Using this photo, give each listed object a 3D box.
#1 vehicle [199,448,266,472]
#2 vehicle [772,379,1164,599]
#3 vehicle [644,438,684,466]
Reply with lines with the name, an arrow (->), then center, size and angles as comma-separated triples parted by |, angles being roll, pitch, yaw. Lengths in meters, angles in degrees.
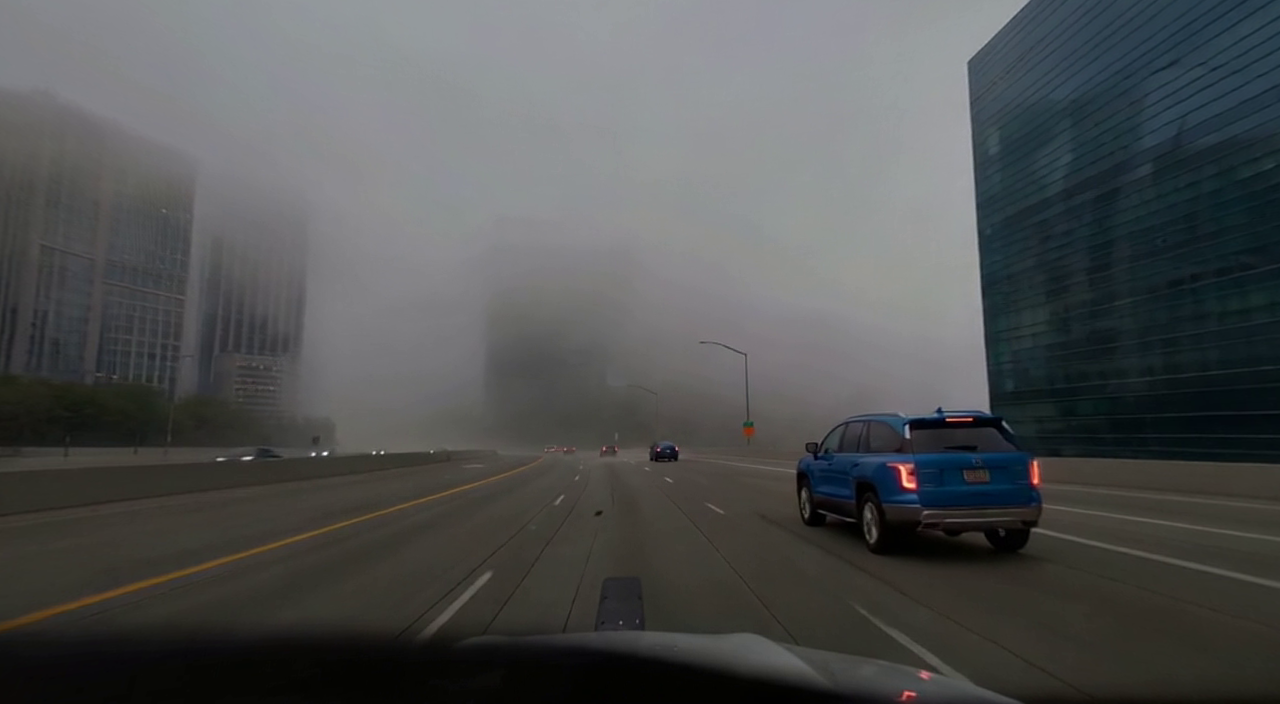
vehicle -> -27.130, 7.178, 42.232 | 1.829, 1.471, 4.476 | 0, -8, -5
vehicle -> 3.231, 1.457, 7.577 | 2.182, 1.826, 4.392 | 0, -8, -2
vehicle -> 1.608, 6.861, 43.586 | 2.110, 1.780, 4.682 | 0, -8, -6
